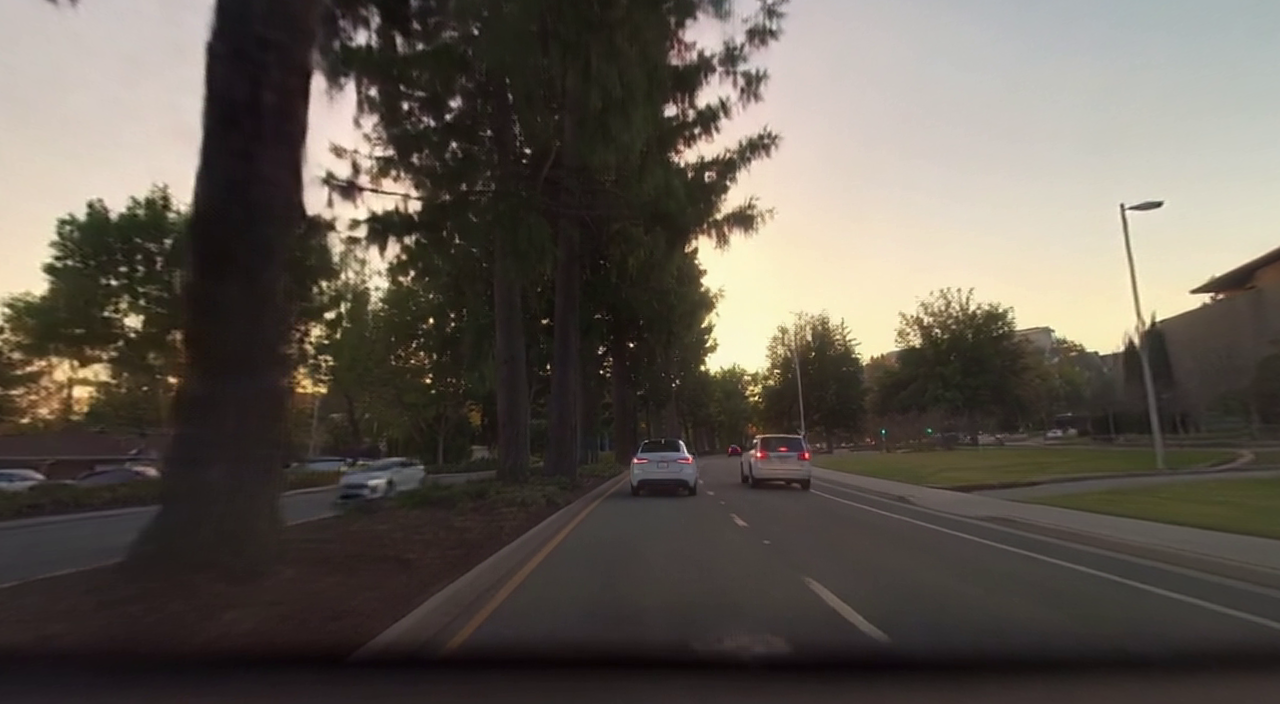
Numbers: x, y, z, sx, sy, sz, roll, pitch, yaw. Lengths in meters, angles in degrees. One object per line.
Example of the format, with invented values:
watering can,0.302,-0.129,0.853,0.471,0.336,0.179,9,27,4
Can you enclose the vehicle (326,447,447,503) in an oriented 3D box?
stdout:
vehicle,-7.719,3.766,19.726,1.773,1.449,4.322,-4,-9,4

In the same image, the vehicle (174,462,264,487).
vehicle,-27.079,7.856,40.623,4.366,1.486,2.072,-1,-8,5

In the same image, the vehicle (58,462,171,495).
vehicle,-27.577,6.632,33.156,4.434,1.582,1.946,-1,-8,7

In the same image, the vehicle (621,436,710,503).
vehicle,0.678,3.123,17.256,2.154,1.585,3.997,-1,-8,2

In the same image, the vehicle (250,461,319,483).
vehicle,-25.743,8.680,45.726,4.011,1.473,1.913,-2,-8,10

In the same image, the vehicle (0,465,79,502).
vehicle,-27.531,5.742,27.682,4.106,1.465,1.869,-1,-8,5

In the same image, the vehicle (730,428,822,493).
vehicle,4.263,3.483,20.650,1.953,1.818,5.299,-1,-8,2
